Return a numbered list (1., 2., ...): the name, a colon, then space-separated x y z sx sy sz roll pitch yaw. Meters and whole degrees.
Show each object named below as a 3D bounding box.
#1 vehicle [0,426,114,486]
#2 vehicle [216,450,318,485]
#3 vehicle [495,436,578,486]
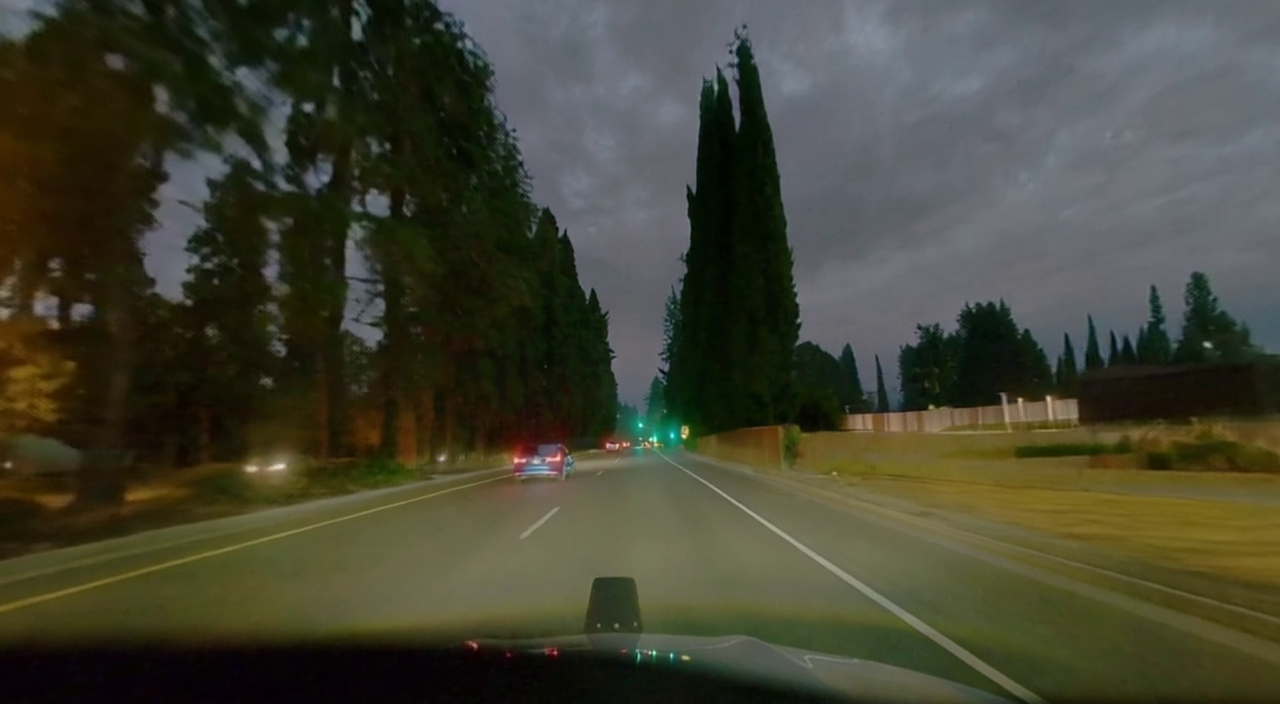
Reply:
1. vehicle: -34.396 5.795 34.959 2.817 3.013 8.966 -5 -9 1
2. vehicle: -20.749 6.426 35.508 2.243 1.703 5.669 0 -8 1
3. vehicle: -3.226 3.484 20.480 1.870 1.431 4.317 0 -8 1
